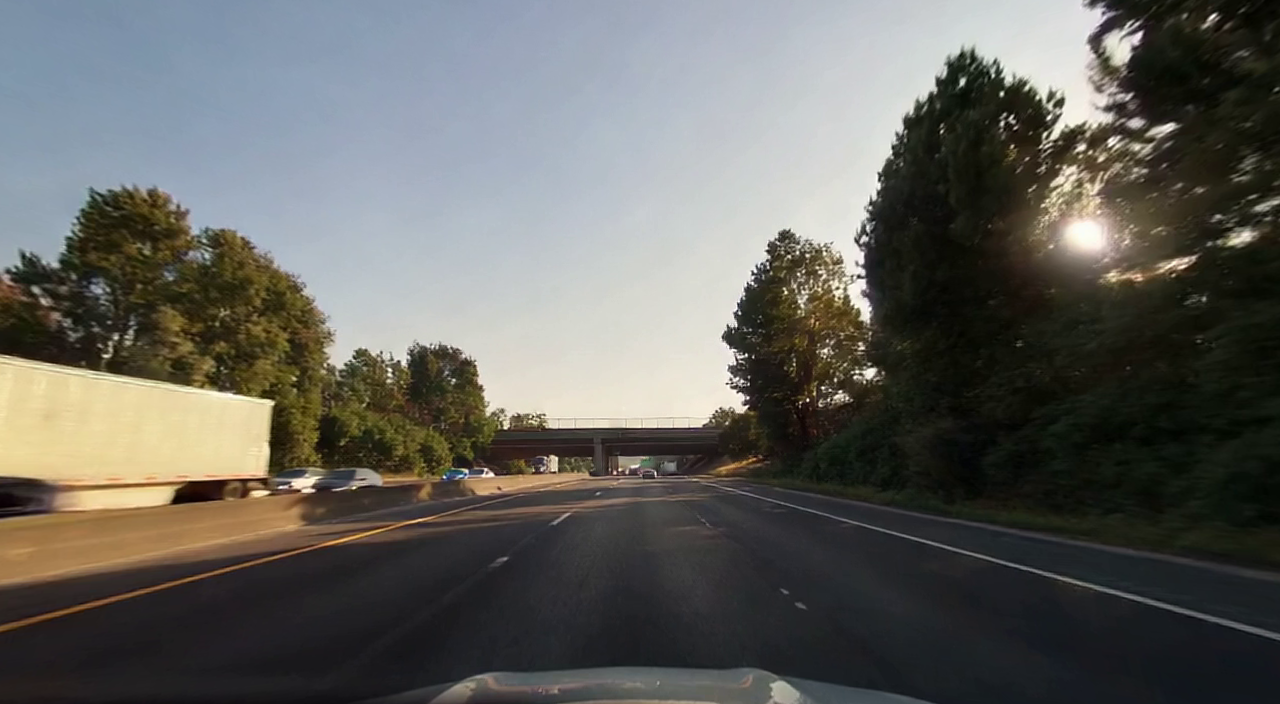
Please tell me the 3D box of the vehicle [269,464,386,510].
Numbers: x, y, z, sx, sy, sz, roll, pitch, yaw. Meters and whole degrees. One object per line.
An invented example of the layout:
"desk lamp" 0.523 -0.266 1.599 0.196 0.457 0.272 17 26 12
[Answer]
"vehicle" -11.423 4.969 23.462 1.967 1.477 4.585 1 -10 0

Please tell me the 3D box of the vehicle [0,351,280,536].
"vehicle" -15.879 2.714 17.805 2.910 4.087 14.268 1 -10 0

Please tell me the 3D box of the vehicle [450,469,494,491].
"vehicle" -11.882 9.098 44.873 1.872 1.435 4.267 1 -11 1
